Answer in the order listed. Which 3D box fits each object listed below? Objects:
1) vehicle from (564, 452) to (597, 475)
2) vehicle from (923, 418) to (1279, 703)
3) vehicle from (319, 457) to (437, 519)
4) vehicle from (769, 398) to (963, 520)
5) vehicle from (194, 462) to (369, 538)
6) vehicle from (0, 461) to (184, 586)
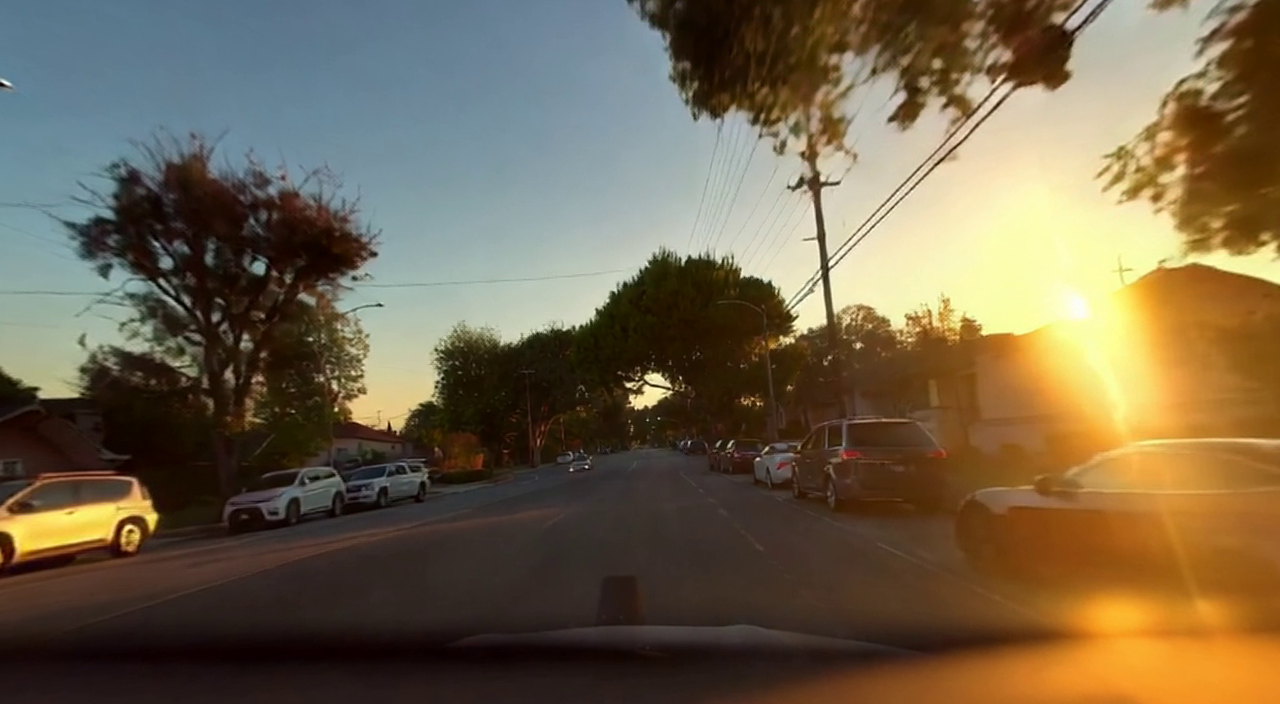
[{"bbox_3d":[-4.506,8.571,48.615,1.948,1.502,4.434,-3,-8,2],"label":"vehicle"},{"bbox_3d":[4.292,1.324,4.901,1.927,1.483,5.100,-1,-8,1],"label":"vehicle"},{"bbox_3d":[-10.435,5.408,25.799,2.282,2.060,5.738,0,-8,0],"label":"vehicle"},{"bbox_3d":[4.591,2.307,14.082,2.330,2.160,5.550,0,-8,1],"label":"vehicle"},{"bbox_3d":[-10.824,4.472,19.753,2.089,1.837,5.499,-1,-8,2],"label":"vehicle"},{"bbox_3d":[-11.028,2.998,11.557,1.937,1.837,4.414,-1,-8,2],"label":"vehicle"}]
